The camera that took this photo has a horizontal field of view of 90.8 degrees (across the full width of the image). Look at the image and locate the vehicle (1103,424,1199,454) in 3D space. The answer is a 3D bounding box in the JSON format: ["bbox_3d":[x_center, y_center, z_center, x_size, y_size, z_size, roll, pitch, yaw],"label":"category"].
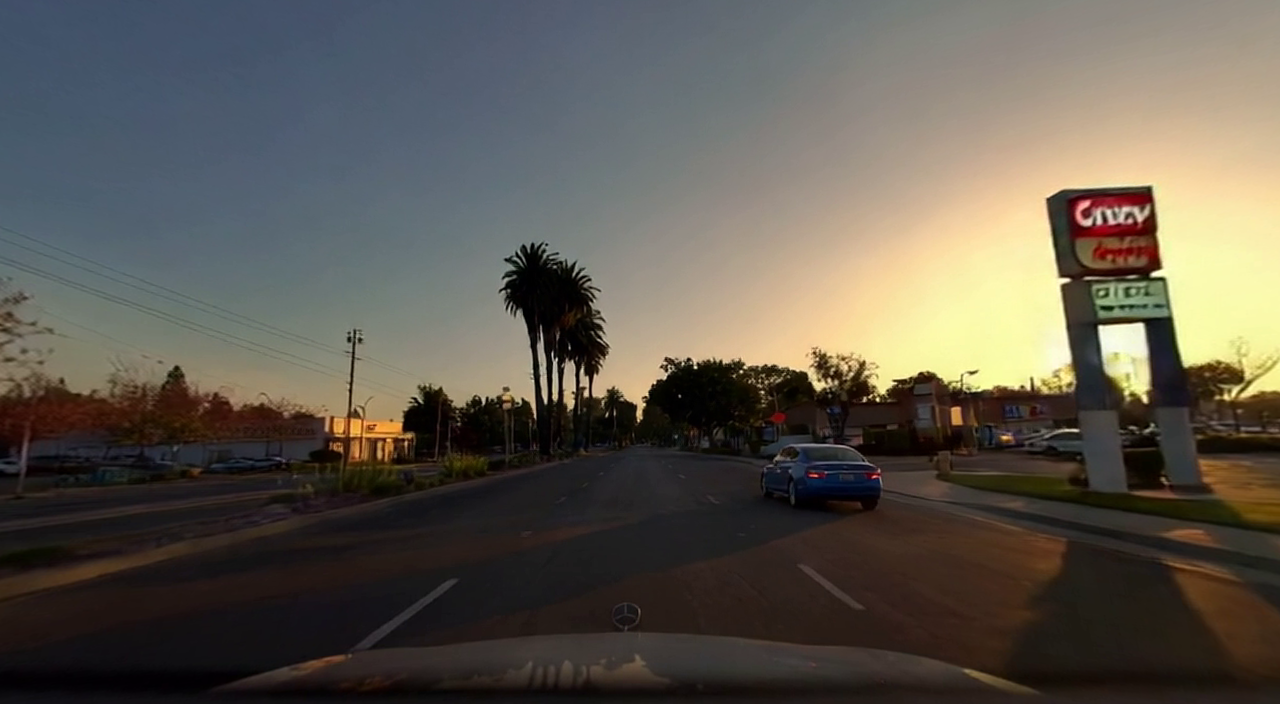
[{"bbox_3d":[34.703,5.940,42.979,4.676,1.741,1.948,-2,-10,0],"label":"vehicle"}]

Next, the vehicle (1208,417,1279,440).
[{"bbox_3d":[46.717,5.919,48.877,3.668,1.500,1.642,-8,-11,28],"label":"vehicle"}]

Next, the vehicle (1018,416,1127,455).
[{"bbox_3d":[29.371,5.736,43.042,5.519,2.389,2.350,-2,-9,1],"label":"vehicle"}]

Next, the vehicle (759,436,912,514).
[{"bbox_3d":[4.082,2.621,14.041,1.978,1.442,4.262,0,-8,-1],"label":"vehicle"}]

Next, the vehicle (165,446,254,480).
[{"bbox_3d":[-27.699,7.126,40.889,2.091,1.981,4.836,1,-9,3],"label":"vehicle"}]

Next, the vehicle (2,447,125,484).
[{"bbox_3d":[-33.177,6.519,36.624,2.216,1.965,5.147,0,-8,0],"label":"vehicle"}]
